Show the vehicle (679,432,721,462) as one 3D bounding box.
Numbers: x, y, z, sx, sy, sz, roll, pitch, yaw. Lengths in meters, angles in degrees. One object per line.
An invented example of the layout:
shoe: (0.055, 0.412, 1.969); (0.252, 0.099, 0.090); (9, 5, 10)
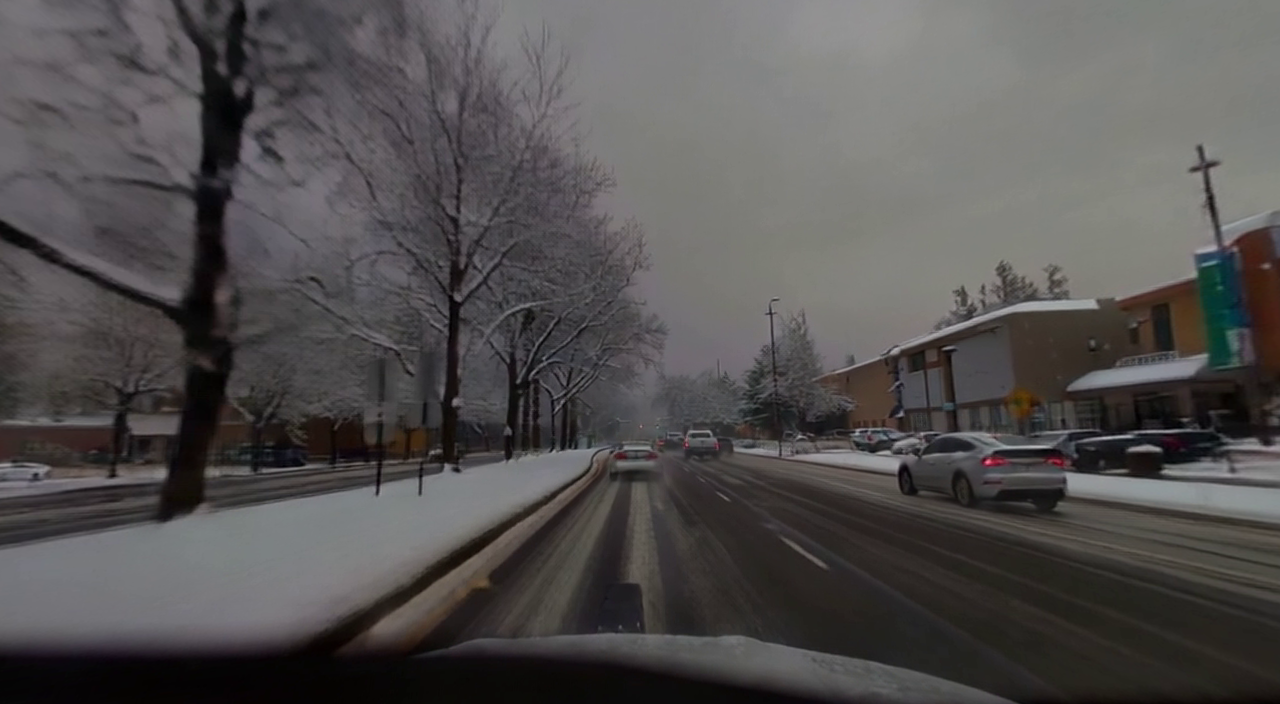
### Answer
vehicle: (3.735, 6.051, 40.236); (2.188, 1.760, 4.297); (0, -8, -1)

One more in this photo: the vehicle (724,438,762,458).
vehicle: (7.639, 7.174, 47.167); (2.061, 1.460, 3.948); (0, -8, -1)

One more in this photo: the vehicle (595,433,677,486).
vehicle: (-0.152, 3.341, 19.897); (2.289, 1.471, 4.477); (0, -8, -1)

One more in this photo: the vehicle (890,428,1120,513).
vehicle: (7.455, 2.468, 13.640); (2.111, 1.493, 4.639); (0, -8, -1)

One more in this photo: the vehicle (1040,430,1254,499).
vehicle: (14.683, 3.275, 18.815); (2.205, 1.754, 4.925); (0, -8, -1)
